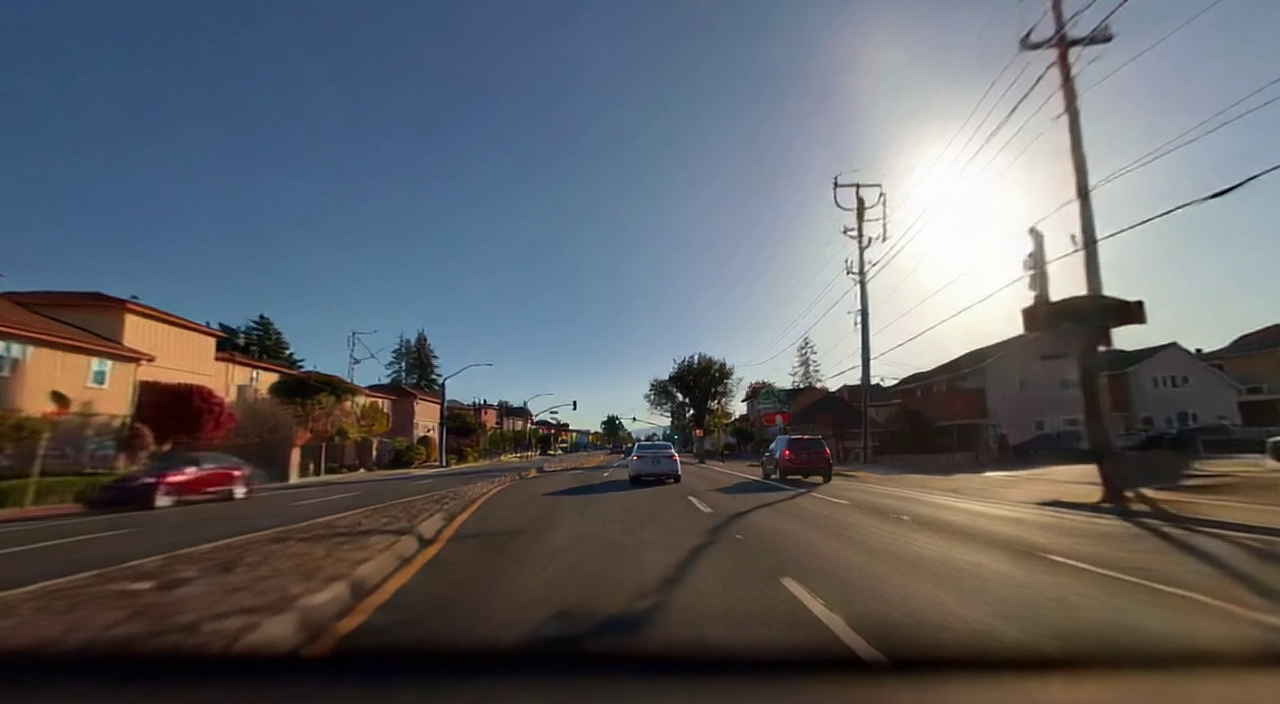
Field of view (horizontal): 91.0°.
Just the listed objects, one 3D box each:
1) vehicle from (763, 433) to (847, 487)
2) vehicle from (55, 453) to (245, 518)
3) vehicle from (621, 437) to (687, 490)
[{"bbox_3d":[6.305,4.173,24.591,2.061,1.889,4.268,0,-9,0],"label":"vehicle"},{"bbox_3d":[-14.252,3.858,18.728,2.011,1.670,4.360,-1,-9,2],"label":"vehicle"},{"bbox_3d":[0.454,3.936,22.477,2.138,1.702,4.168,0,-9,0],"label":"vehicle"}]
